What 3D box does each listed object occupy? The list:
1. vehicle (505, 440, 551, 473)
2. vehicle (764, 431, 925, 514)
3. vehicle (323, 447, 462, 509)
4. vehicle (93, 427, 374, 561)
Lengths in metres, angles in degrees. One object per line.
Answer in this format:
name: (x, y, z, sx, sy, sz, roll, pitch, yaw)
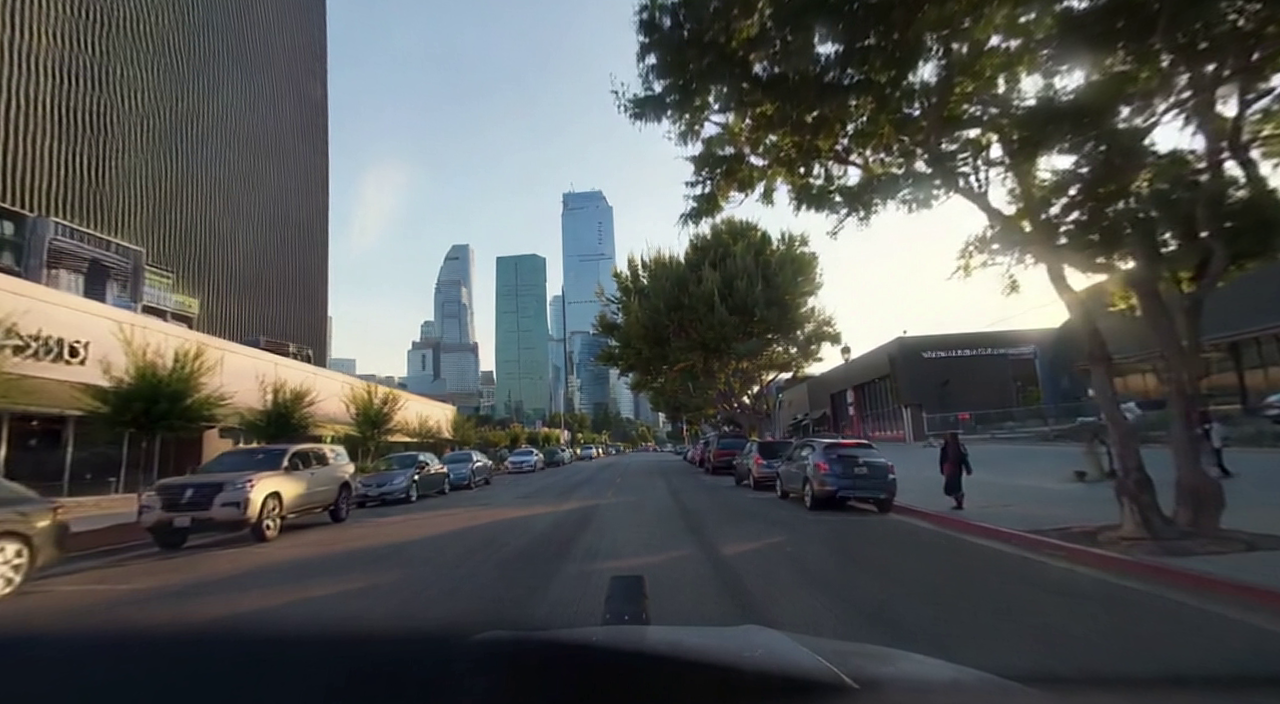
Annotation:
vehicle: (-6.735, 6.349, 38.288, 1.996, 1.770, 5.518, -1, -10, -2)
vehicle: (4.261, 2.600, 14.126, 1.973, 1.494, 4.867, 0, -9, 0)
vehicle: (-7.023, 3.590, 18.565, 2.001, 1.502, 4.851, -1, -8, 2)
vehicle: (-7.022, 2.406, 11.769, 2.238, 1.891, 4.780, -1, -7, -3)
